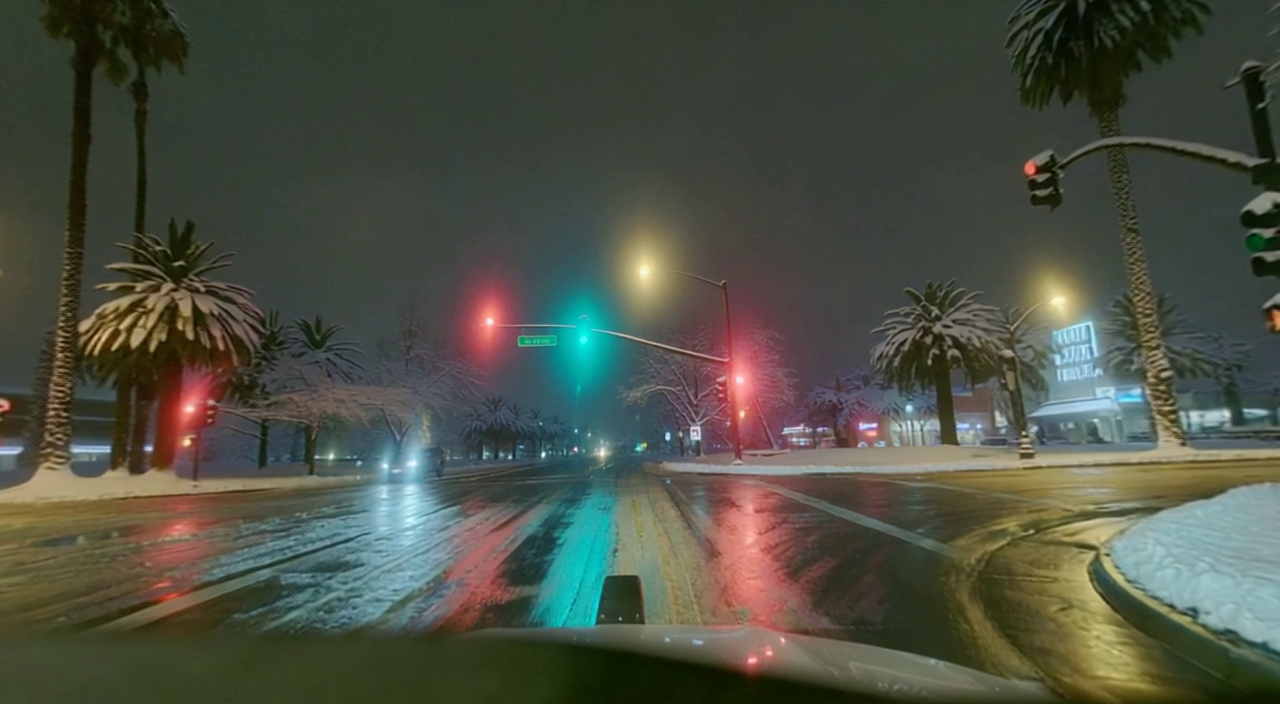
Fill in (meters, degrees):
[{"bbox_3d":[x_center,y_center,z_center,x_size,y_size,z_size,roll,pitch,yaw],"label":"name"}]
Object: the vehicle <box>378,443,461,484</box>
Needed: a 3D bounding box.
[{"bbox_3d":[-10.751,5.457,31.172,2.270,1.833,4.860,0,-9,1],"label":"vehicle"}]
